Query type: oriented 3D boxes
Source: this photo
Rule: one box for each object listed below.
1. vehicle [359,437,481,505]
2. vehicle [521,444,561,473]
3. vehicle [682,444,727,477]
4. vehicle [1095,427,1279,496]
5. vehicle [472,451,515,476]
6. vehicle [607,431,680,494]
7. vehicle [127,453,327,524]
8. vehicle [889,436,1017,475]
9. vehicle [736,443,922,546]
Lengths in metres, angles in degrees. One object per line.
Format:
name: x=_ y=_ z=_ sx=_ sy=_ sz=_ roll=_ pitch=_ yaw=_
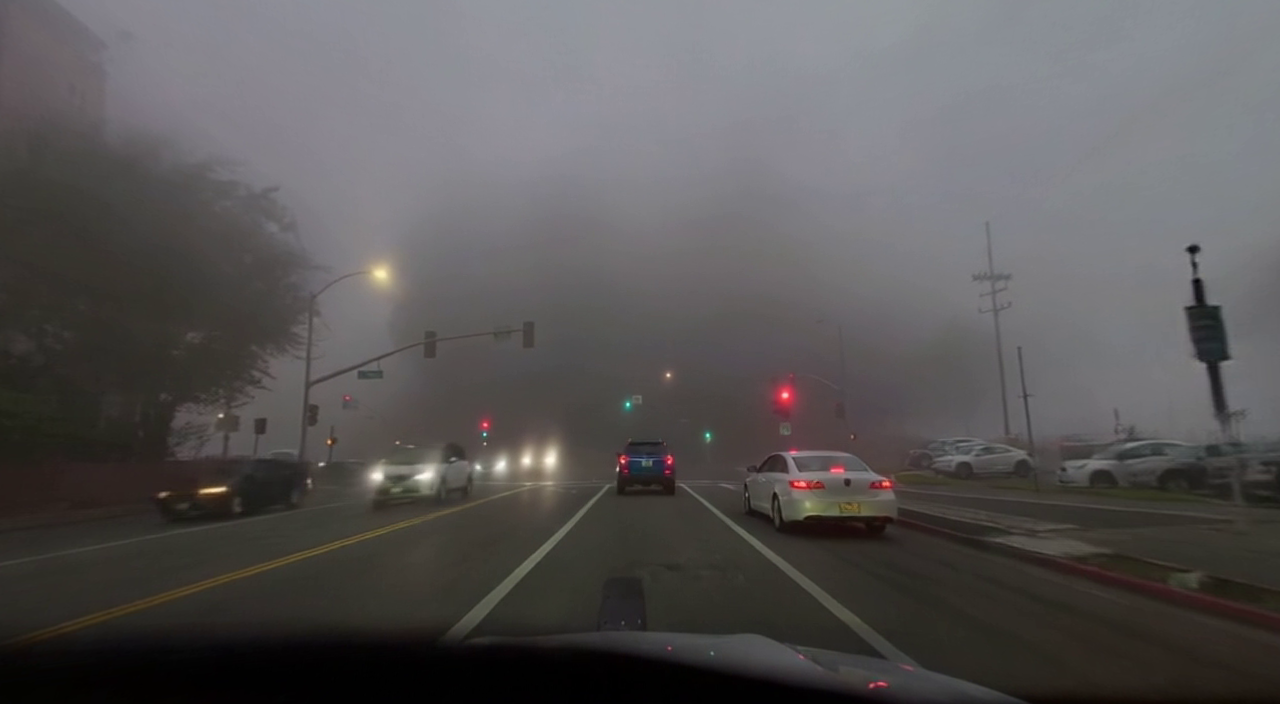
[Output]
vehicle: x=-6.451 y=3.526 z=19.023 sx=2.092 sy=1.802 sz=4.270 roll=0 pitch=-9 yaw=1
vehicle: x=-6.653 y=7.227 z=42.695 sx=1.957 sy=1.836 sz=4.434 roll=0 pitch=-9 yaw=1
vehicle: x=3.614 y=6.151 z=35.938 sx=2.138 sy=1.729 sz=4.178 roll=0 pitch=-9 yaw=-1
vehicle: x=13.661 y=2.520 z=14.592 sx=4.772 sy=1.447 sz=1.747 roll=0 pitch=-8 yaw=1
vehicle: x=-10.145 y=7.700 z=43.664 sx=1.943 sy=1.552 sz=4.670 roll=0 pitch=-9 yaw=-1
vehicle: x=0.105 y=3.789 z=21.848 sx=2.296 sy=1.947 sz=4.168 roll=0 pitch=-9 yaw=0
vehicle: x=-10.010 y=3.298 z=15.770 sx=1.962 sy=1.458 sz=4.505 roll=0 pitch=-9 yaw=0
vehicle: x=13.669 y=4.535 z=27.593 sx=4.507 sy=1.610 sz=2.045 roll=0 pitch=-9 yaw=-1
vehicle: x=3.123 y=2.425 z=11.483 sx=1.900 sy=1.478 sz=4.425 roll=0 pitch=-9 yaw=-2
